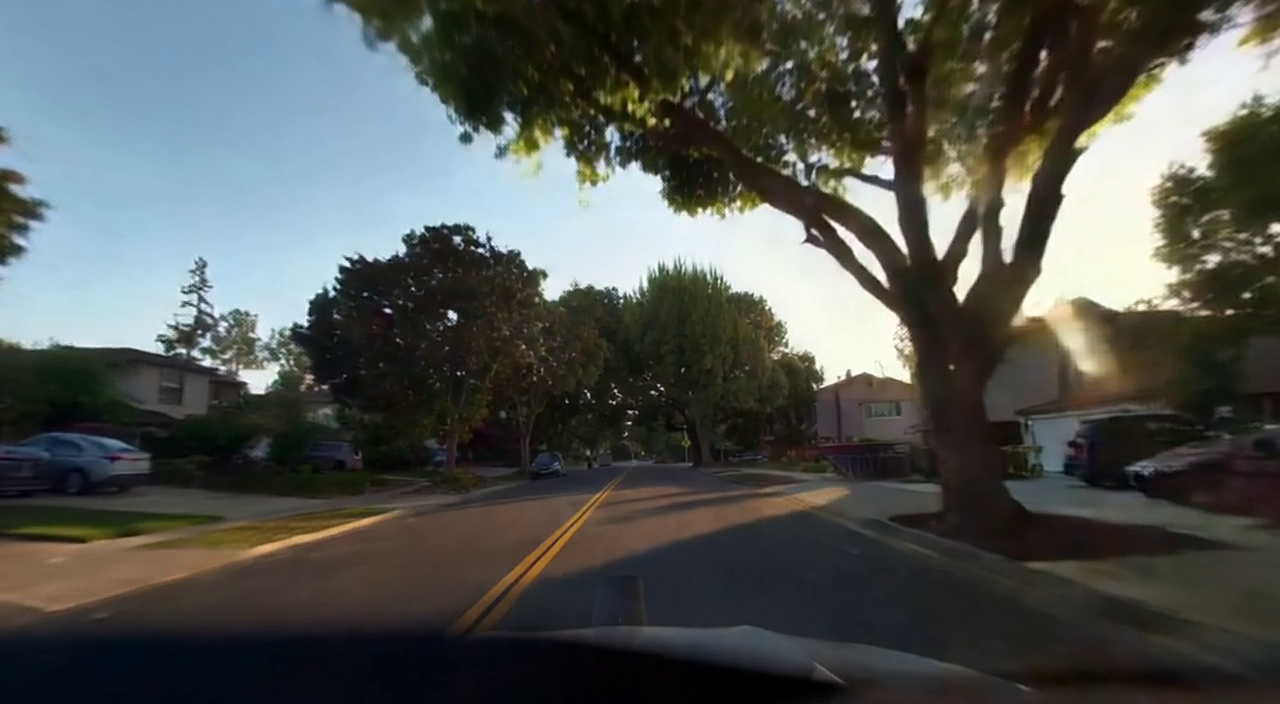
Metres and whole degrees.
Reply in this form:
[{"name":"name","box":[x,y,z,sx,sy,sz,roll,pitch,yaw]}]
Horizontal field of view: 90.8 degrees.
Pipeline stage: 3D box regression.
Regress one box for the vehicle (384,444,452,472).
[{"name":"vehicle","box":[-16.619,7.939,47.229,4.742,1.495,1.963,-11,-11,23]}]

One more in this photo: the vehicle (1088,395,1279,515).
[{"name":"vehicle","box":[9.791,1.506,9.379,4.599,1.622,1.998,-3,-9,18]}]

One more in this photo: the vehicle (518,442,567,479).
[{"name":"vehicle","box":[-5.418,6.190,35.599,1.924,1.765,4.542,-3,-12,2]}]

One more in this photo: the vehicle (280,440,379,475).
[{"name":"vehicle","box":[-14.485,4.869,29.374,4.668,1.491,1.941,-6,-10,32]}]

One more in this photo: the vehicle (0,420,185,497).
[{"name":"vehicle","box":[-14.279,2.738,16.427,4.537,1.751,2.051,-5,-10,28]}]
